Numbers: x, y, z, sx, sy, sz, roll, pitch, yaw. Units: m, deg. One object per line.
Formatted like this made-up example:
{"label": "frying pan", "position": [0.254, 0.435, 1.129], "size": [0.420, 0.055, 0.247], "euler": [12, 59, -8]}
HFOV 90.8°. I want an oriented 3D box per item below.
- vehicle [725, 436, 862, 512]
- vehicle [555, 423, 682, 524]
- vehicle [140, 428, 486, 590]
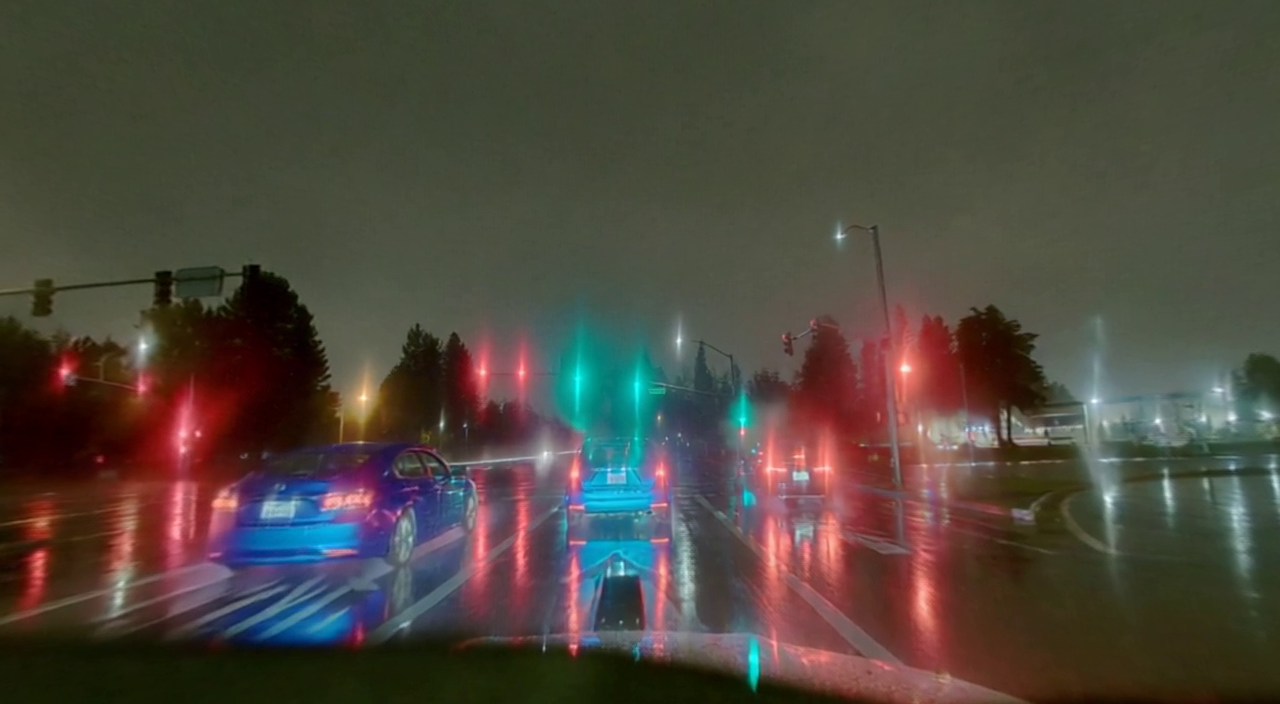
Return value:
{"label": "vehicle", "position": [3.274, 2.694, 14.488], "size": [1.970, 1.449, 4.433], "euler": [0, -8, -1]}
{"label": "vehicle", "position": [-0.353, 2.255, 12.208], "size": [2.038, 1.599, 3.844], "euler": [0, -8, 0]}
{"label": "vehicle", "position": [-3.582, 1.787, 8.146], "size": [2.052, 1.472, 4.479], "euler": [0, -8, 0]}
